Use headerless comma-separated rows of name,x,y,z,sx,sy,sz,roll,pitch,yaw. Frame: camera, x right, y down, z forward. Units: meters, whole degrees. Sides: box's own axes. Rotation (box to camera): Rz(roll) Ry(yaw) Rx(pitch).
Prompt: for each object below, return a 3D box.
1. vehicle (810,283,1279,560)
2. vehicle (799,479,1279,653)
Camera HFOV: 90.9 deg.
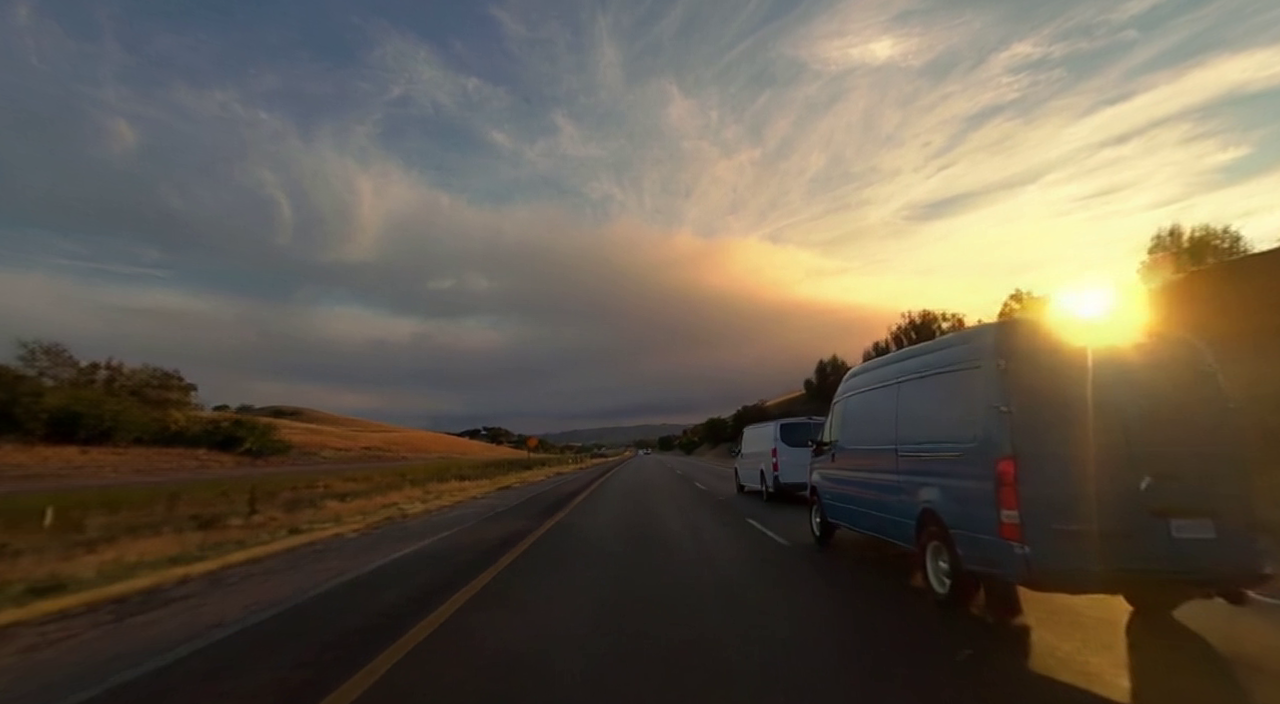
vehicle,4.074,0.896,7.545,2.444,2.053,5.616,-1,-8,0
vehicle,3.996,2.093,7.463,2.702,0.824,6.391,0,-9,1
